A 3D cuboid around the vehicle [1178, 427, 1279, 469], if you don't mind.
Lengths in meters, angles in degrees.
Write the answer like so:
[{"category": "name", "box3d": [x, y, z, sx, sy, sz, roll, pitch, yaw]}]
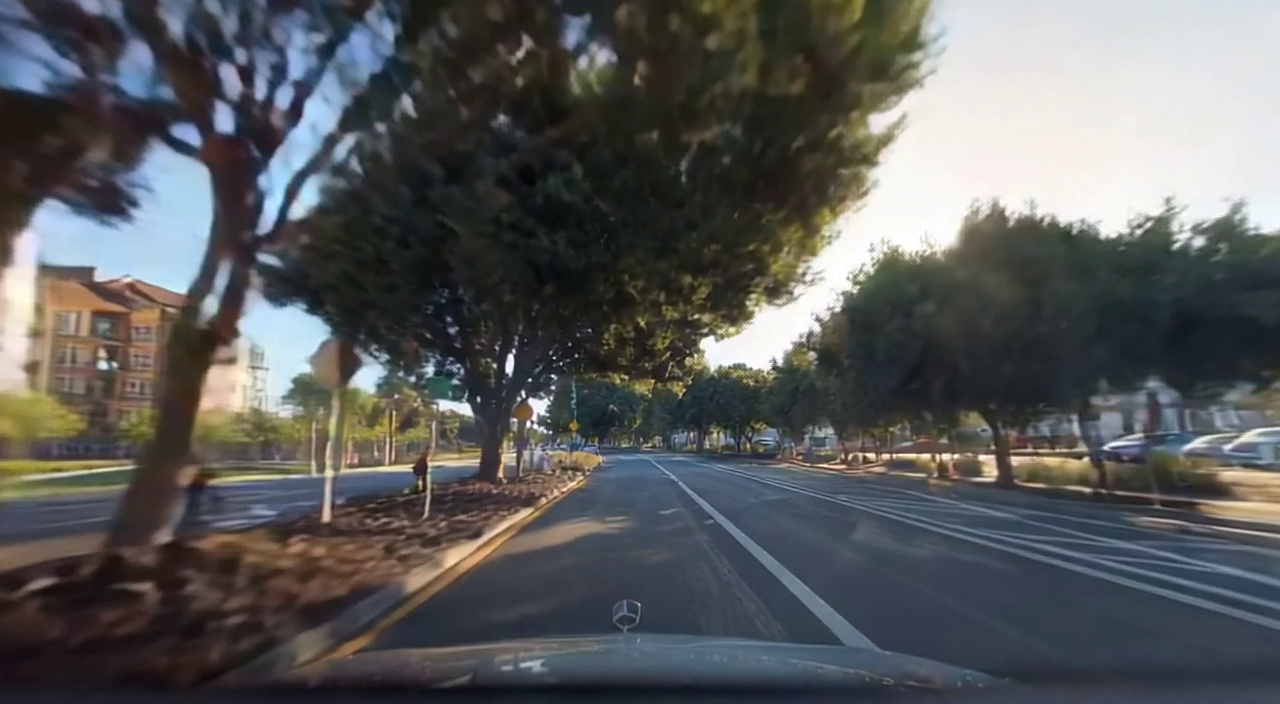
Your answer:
[{"category": "vehicle", "box3d": [21.915, 3.306, 21.905, 4.378, 1.380, 2.099, -2, -7, 8]}]
